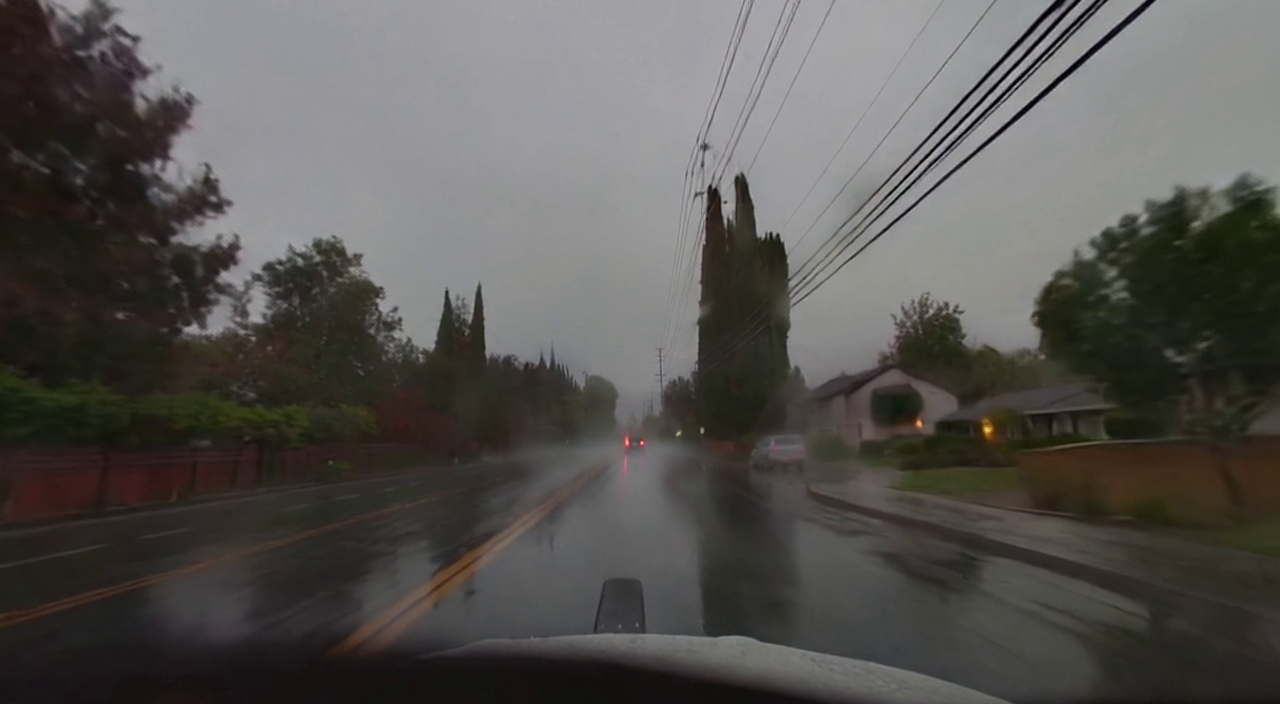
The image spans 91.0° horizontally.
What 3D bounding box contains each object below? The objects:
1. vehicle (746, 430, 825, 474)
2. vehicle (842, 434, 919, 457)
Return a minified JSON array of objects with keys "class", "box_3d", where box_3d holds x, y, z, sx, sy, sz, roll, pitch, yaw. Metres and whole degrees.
[{"class":"vehicle","box_3d":[5.944,4.130,26.372,2.039,1.637,4.782,0,-8,-1]},{"class":"vehicle","box_3d":[15.007,5.840,39.443,4.034,1.403,1.821,0,-8,-2]}]
